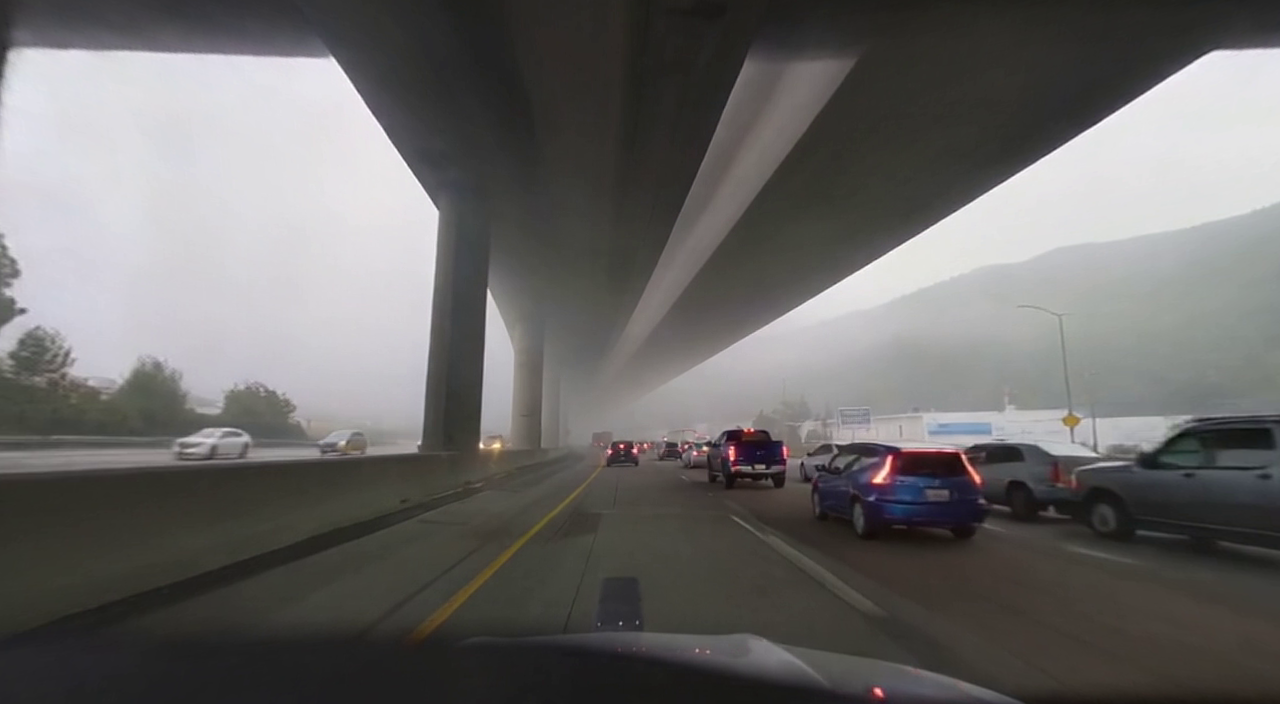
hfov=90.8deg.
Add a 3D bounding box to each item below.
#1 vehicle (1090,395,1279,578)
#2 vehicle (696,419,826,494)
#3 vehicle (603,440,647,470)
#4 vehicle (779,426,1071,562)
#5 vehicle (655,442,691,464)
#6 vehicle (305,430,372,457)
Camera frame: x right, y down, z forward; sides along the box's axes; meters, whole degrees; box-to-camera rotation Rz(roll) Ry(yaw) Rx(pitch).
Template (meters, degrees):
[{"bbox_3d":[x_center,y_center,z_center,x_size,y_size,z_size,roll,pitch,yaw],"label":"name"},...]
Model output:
[{"bbox_3d":[7.783,1.344,6.223,2.210,1.884,5.878,0,-9,-2],"label":"vehicle"},{"bbox_3d":[3.699,3.451,21.253,2.747,2.061,7.011,0,-9,-2],"label":"vehicle"},{"bbox_3d":[-0.840,5.690,35.161,2.266,1.549,3.978,0,-8,-2],"label":"vehicle"},{"bbox_3d":[3.760,1.968,9.630,2.048,1.497,4.952,0,-9,-1],"label":"vehicle"},{"bbox_3d":[2.324,7.298,45.920,2.057,1.517,4.538,0,-9,-4],"label":"vehicle"},{"bbox_3d":[-19.623,5.979,41.364,2.111,1.654,4.790,0,-9,-2],"label":"vehicle"}]
